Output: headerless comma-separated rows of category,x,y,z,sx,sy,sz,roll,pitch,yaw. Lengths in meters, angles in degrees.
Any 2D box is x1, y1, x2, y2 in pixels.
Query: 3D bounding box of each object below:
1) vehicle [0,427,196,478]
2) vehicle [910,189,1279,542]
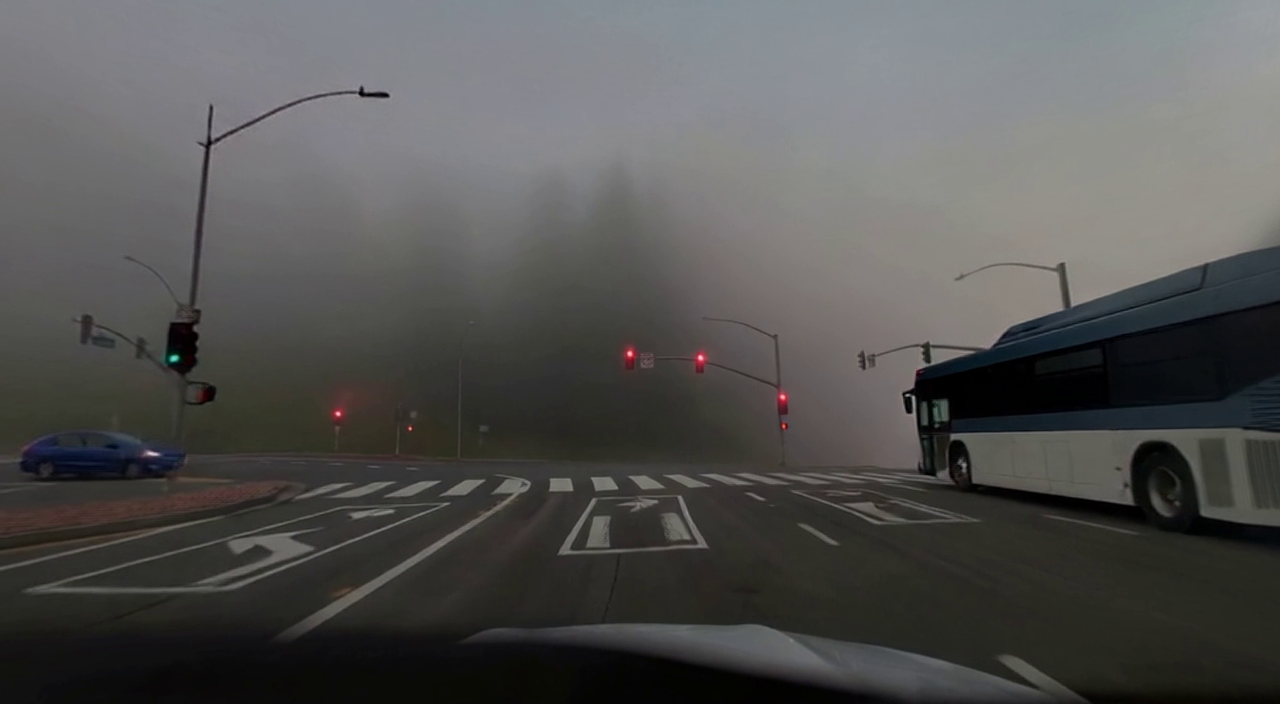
vehicle,-19.381,3.604,22.773,5.014,1.675,1.906,3,-9,-19
vehicle,9.221,0.905,12.324,2.916,4.009,13.397,-1,-8,4
